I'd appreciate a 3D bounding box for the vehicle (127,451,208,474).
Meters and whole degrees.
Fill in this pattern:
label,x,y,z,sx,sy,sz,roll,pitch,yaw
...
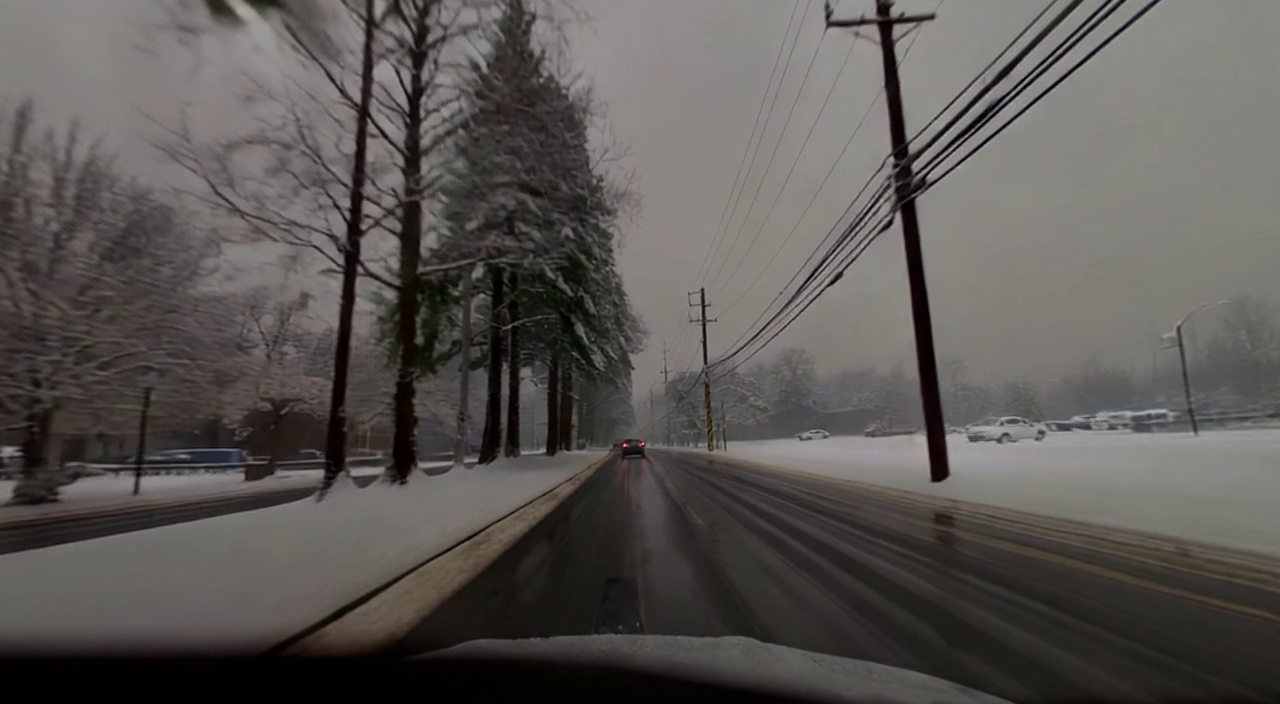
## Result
label,x,y,z,sx,sy,sz,roll,pitch,yaw
vehicle,-33.714,7.852,45.095,4.323,1.523,1.900,-1,-7,3

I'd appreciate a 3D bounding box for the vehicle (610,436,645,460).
label,x,y,z,sx,sy,sz,roll,pitch,yaw
vehicle,-0.997,7.373,48.411,2.240,1.704,4.374,1,-9,-7

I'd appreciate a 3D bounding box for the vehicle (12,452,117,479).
label,x,y,z,sx,sy,sz,roll,pitch,yaw
vehicle,-34.240,6.745,37.662,4.367,1.464,1.992,-1,-9,2
